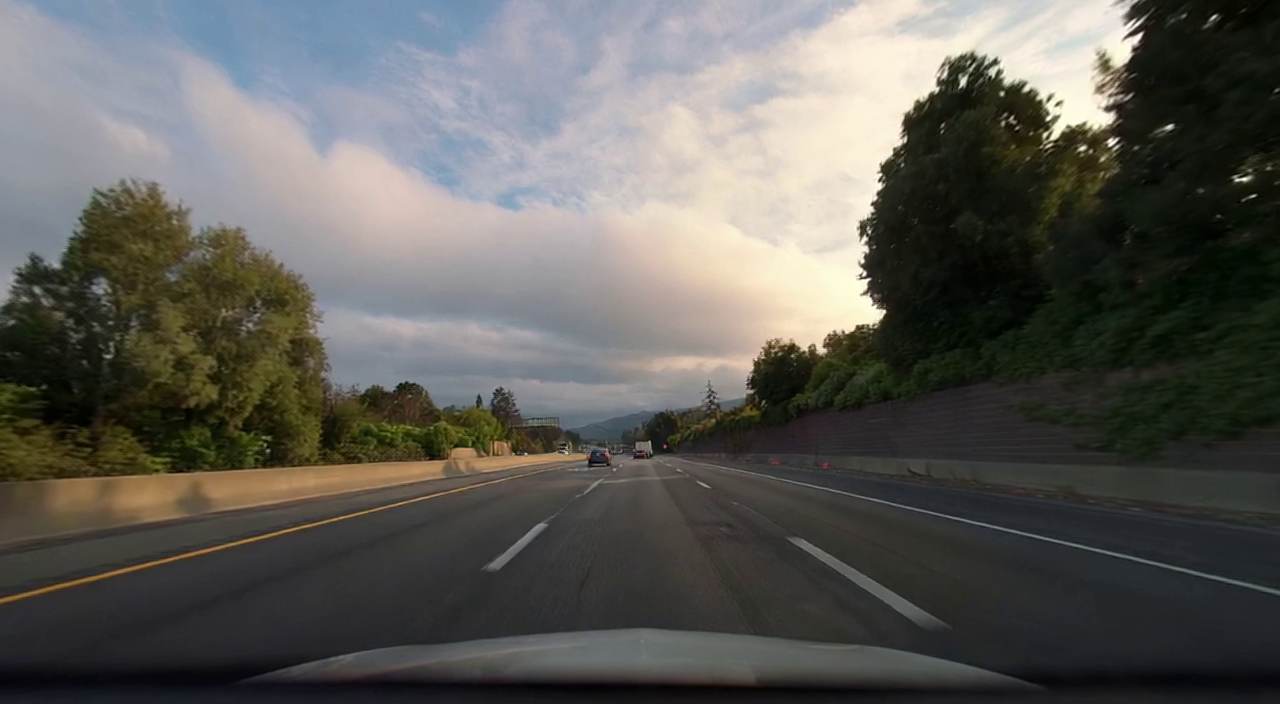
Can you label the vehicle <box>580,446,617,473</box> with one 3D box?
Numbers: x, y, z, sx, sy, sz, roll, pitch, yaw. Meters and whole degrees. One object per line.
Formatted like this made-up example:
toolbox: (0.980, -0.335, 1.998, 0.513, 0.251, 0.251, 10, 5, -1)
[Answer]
vehicle: (-2.378, 6.344, 37.357, 1.873, 1.529, 3.953, 0, -9, 1)
